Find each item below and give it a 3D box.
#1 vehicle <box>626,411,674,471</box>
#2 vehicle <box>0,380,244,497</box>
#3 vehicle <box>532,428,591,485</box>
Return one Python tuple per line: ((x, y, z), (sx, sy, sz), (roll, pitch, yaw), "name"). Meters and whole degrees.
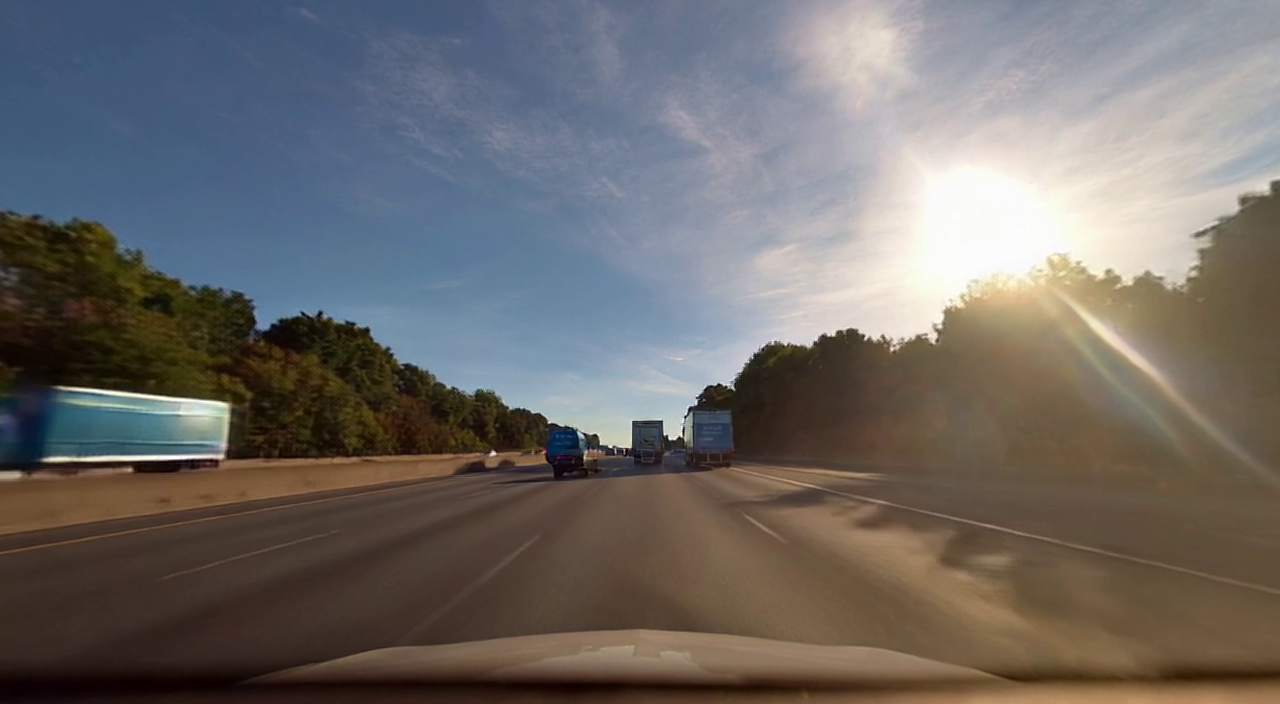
((0.627, 6.813, 47.832), (3.201, 4.019, 10.918), (0, -9, -1), "vehicle")
((-20.413, 3.478, 24.875), (3.281, 3.717, 9.377), (0, -9, 1), "vehicle")
((-3.257, 4.422, 26.893), (2.033, 2.234, 3.490), (0, -9, 0), "vehicle")
